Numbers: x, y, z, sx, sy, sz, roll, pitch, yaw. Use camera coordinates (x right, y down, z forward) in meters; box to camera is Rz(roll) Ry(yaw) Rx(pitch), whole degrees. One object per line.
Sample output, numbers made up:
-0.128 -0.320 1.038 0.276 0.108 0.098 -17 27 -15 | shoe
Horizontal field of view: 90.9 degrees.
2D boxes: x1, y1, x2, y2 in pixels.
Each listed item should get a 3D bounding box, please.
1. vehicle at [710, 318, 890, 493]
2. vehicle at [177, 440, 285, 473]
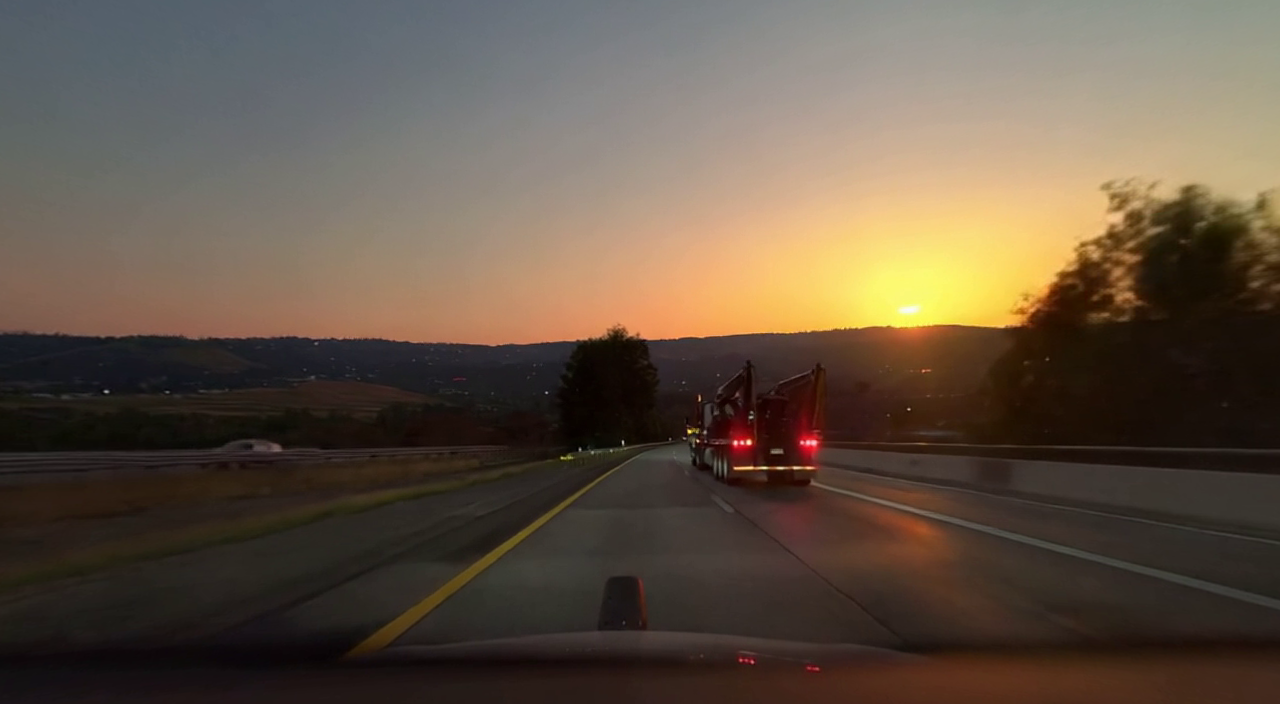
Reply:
3.963 1.667 17.561 3.279 3.956 6.541 0 -8 1 | vehicle
-19.766 5.059 30.794 2.036 1.476 4.826 0 -8 0 | vehicle
